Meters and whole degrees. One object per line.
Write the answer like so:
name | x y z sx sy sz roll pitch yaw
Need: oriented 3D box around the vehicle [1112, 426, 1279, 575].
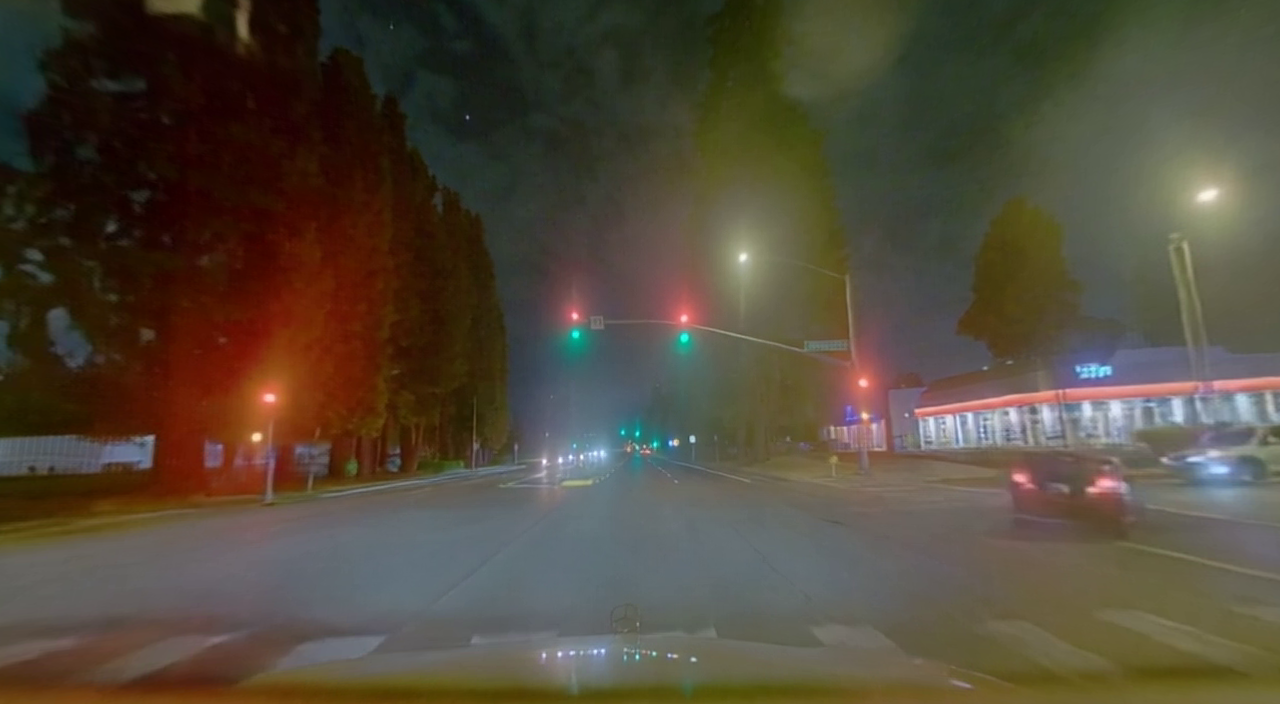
vehicle | 7.982 1.736 8.010 4.610 1.470 2.064 7 -11 -40
